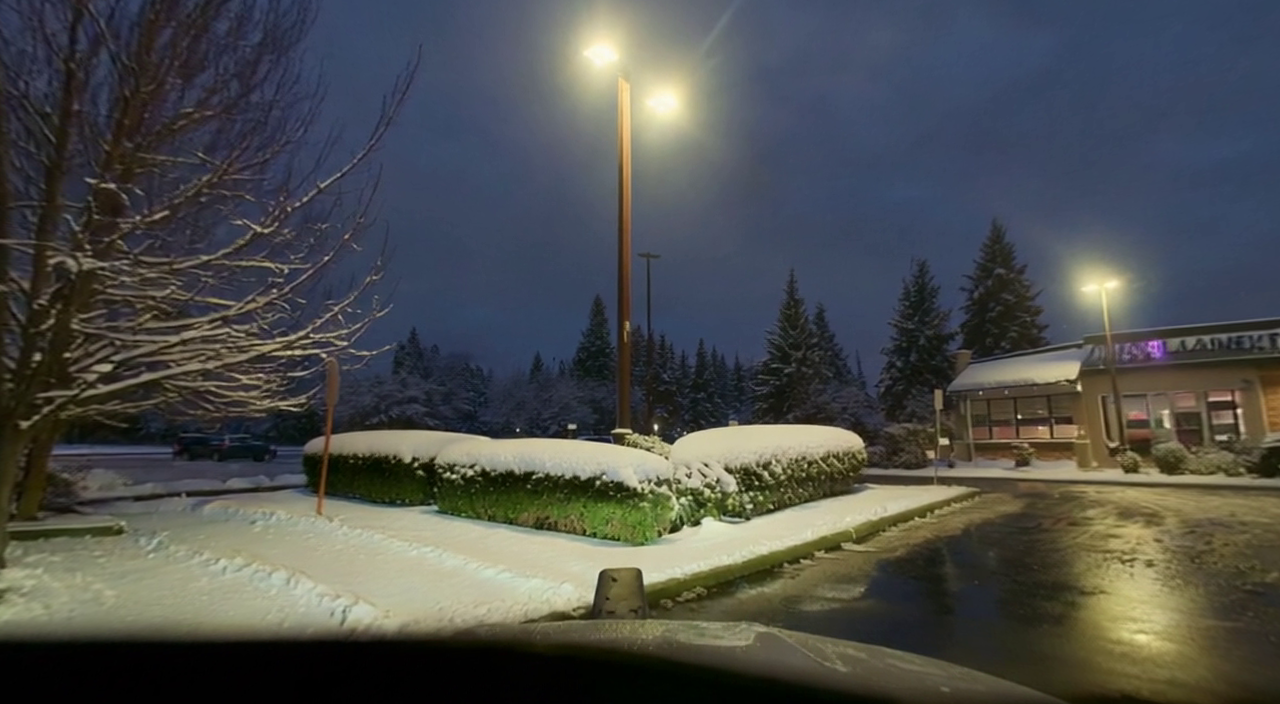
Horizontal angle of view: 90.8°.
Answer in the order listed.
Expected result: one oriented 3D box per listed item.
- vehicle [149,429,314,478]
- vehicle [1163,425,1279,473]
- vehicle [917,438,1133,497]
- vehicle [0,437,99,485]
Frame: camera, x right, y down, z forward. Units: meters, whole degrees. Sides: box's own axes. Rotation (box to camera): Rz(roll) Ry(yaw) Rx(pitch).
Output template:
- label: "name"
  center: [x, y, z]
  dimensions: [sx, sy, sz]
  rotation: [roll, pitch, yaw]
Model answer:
- label: "vehicle"
  center: [-15.210, 3.781, 23.749]
  dimensions: [1.921, 1.632, 4.752]
  rotation: [-8, -11, 42]
- label: "vehicle"
  center: [23.439, 3.706, 24.218]
  dimensions: [4.939, 1.664, 2.055]
  rotation: [-10, -10, 42]
- label: "vehicle"
  center: [10.671, 3.175, 17.792]
  dimensions: [4.772, 1.441, 1.976]
  rotation: [-8, -12, 43]
- label: "vehicle"
  center: [-19.421, 3.329, 19.335]
  dimensions: [1.790, 1.396, 4.000]
  rotation: [-8, -11, 40]
